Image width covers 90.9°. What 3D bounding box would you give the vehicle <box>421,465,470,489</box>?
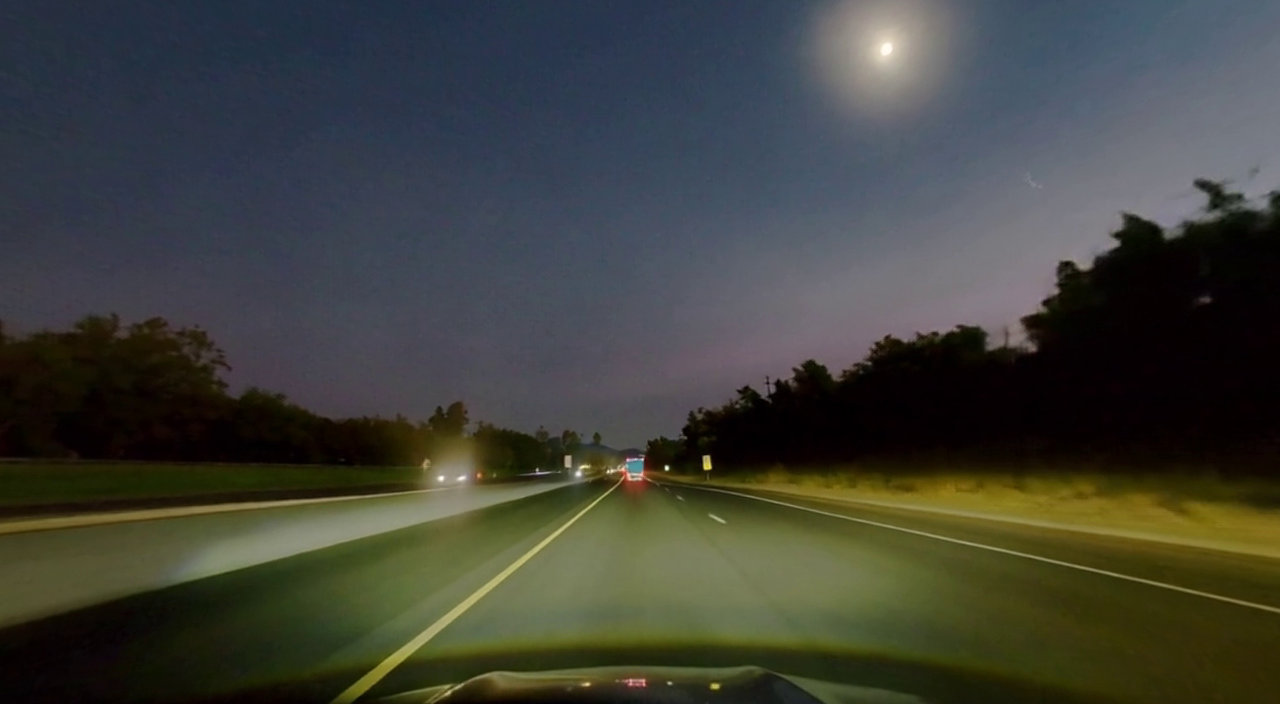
[{"bbox_3d":[-13.131,8.464,42.778,2.061,1.529,3.742,1,-11,1],"label":"vehicle"}]
